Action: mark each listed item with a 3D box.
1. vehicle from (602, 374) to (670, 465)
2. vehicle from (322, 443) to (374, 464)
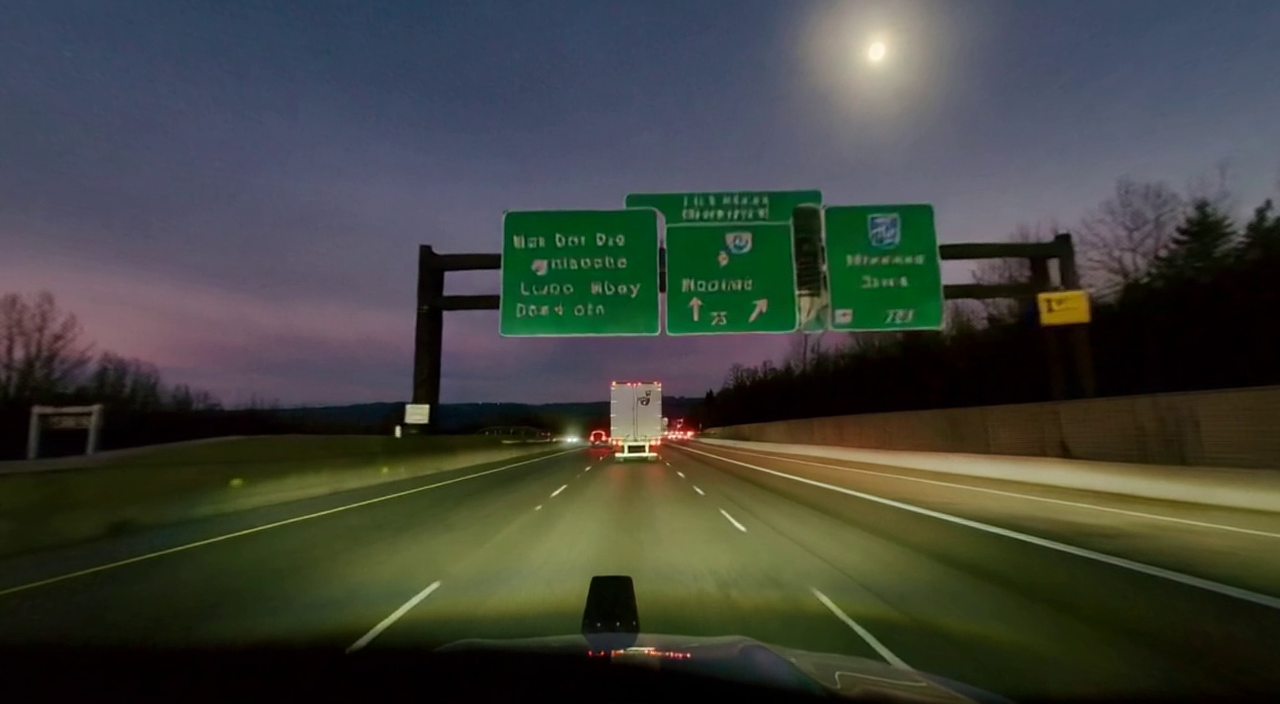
[{"bbox_3d":[-0.301,4.056,35.923,2.965,3.972,16.689,0,-8,-1],"label":"vehicle"},{"bbox_3d":[-22.477,7.797,48.525,1.893,1.500,4.445,0,-8,0],"label":"vehicle"}]
